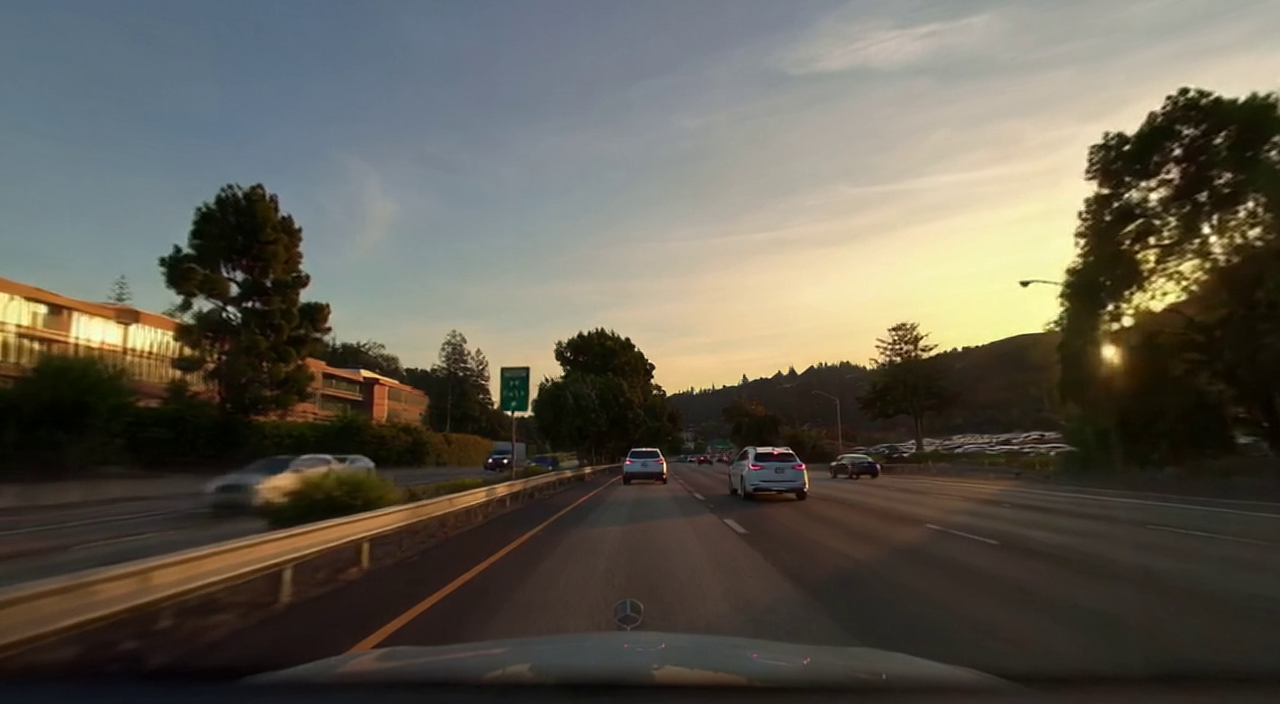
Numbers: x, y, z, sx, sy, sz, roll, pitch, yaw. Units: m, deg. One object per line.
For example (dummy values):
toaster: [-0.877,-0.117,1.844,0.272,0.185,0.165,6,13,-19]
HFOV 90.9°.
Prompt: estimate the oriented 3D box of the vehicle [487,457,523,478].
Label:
vehicle: [-10.360,8.892,48.666,1.810,1.486,3.800,0,-8,1]

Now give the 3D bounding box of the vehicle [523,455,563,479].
vehicle: [-6.460,7.731,42.660,1.830,1.466,5.021,0,-9,1]

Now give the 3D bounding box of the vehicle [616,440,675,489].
vehicle: [0.224,4.692,26.638,2.290,1.862,4.454,0,-8,1]

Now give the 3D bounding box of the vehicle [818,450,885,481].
vehicle: [11.266,6.070,34.010,1.985,1.503,4.842,0,-8,0]

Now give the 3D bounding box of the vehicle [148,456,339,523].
vehicle: [-10.542,3.655,17.330,2.146,1.479,4.671,0,-8,1]

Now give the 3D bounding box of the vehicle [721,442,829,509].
vehicle: [3.557,3.317,17.431,2.042,1.592,4.047,0,-8,-1]
